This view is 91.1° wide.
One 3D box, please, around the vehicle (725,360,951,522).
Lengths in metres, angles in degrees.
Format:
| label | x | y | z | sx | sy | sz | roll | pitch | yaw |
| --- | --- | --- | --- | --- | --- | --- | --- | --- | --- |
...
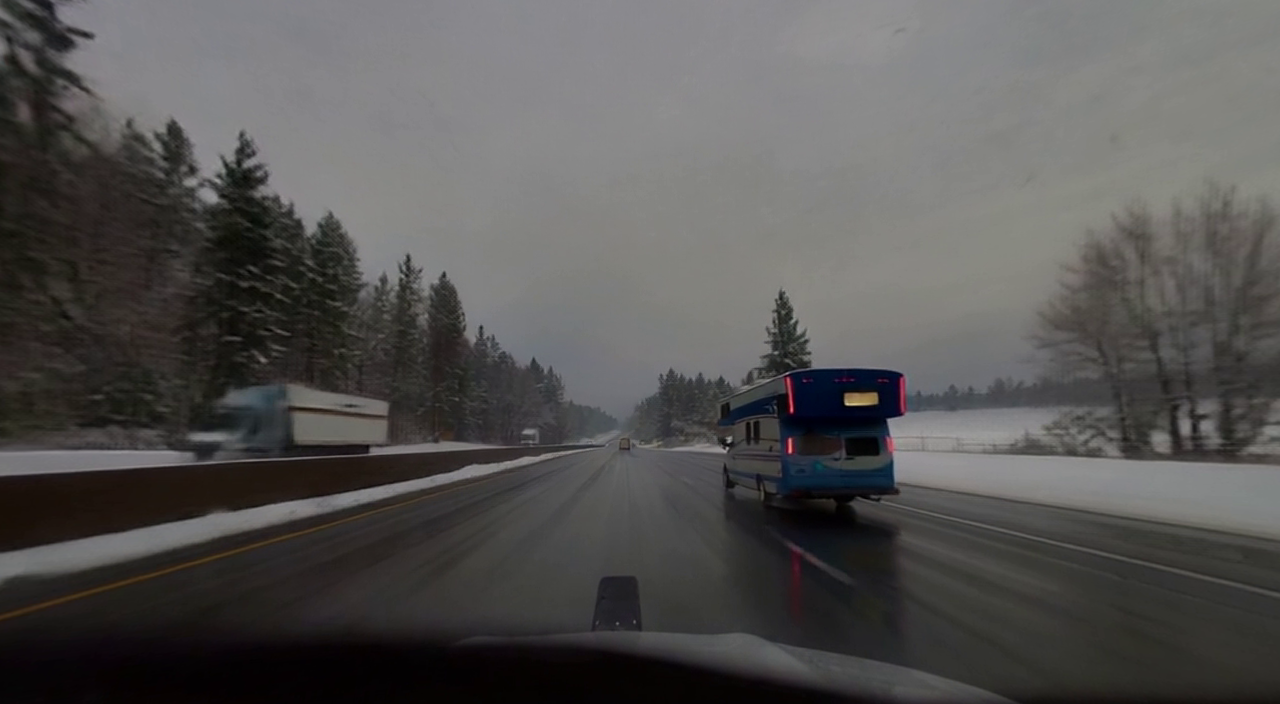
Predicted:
| label | x | y | z | sx | sy | sz | roll | pitch | yaw |
| --- | --- | --- | --- | --- | --- | --- | --- | --- | --- |
| vehicle | 4.020 | 2.049 | 14.820 | 2.815 | 2.876 | 7.101 | 0 | -8 | -1 |

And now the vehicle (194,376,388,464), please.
| label | x | y | z | sx | sy | sz | roll | pitch | yaw |
| --- | --- | --- | --- | --- | --- | --- | --- | --- | --- |
| vehicle | -18.833 | 4.052 | 35.939 | 3.191 | 4.003 | 14.214 | 0 | -8 | -1 |
